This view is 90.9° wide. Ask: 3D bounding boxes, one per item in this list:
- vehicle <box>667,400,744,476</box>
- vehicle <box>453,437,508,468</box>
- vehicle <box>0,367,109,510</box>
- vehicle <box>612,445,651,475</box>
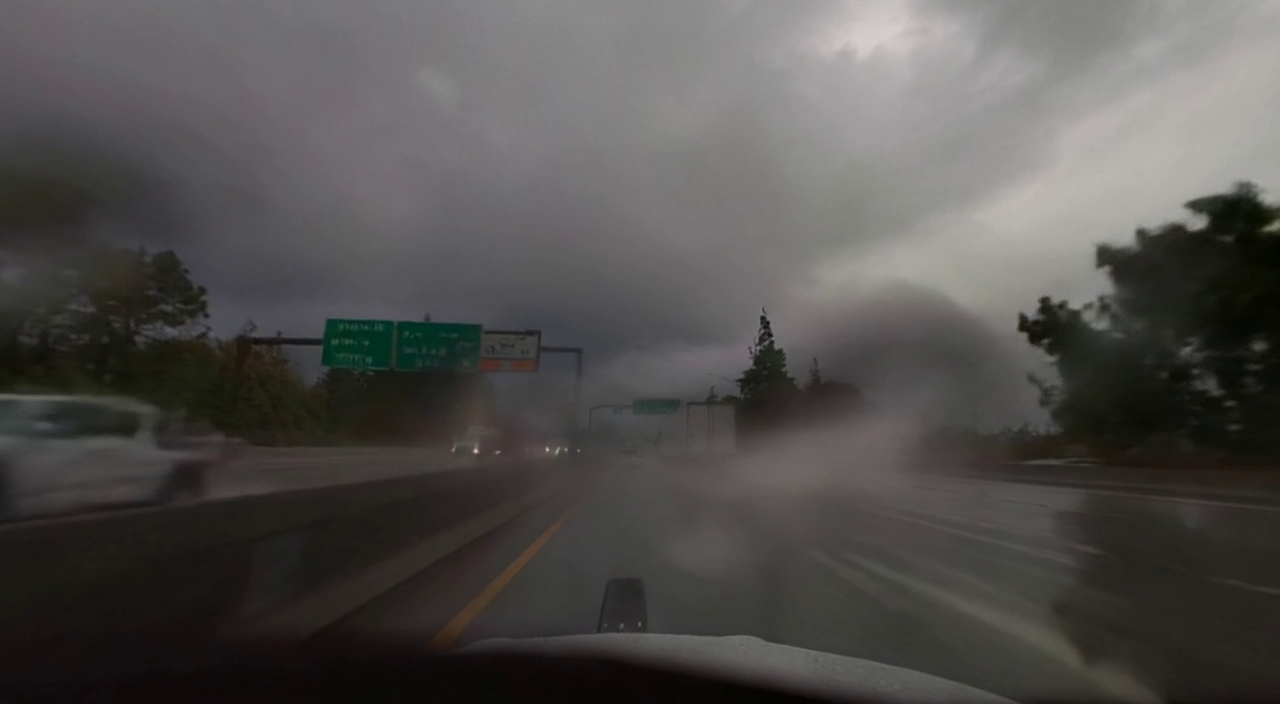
[{"bbox_3d":[3.735,5.535,39.803,2.931,4.009,12.800,0,-9,-2],"label":"vehicle"},{"bbox_3d":[-8.293,5.279,33.085,2.005,1.497,4.075,0,-9,-3],"label":"vehicle"},{"bbox_3d":[-7.631,0.789,5.846,1.877,1.481,4.062,0,-9,-1],"label":"vehicle"},{"bbox_3d":[-0.531,6.197,36.415,2.111,1.599,3.859,0,-9,-2],"label":"vehicle"}]
